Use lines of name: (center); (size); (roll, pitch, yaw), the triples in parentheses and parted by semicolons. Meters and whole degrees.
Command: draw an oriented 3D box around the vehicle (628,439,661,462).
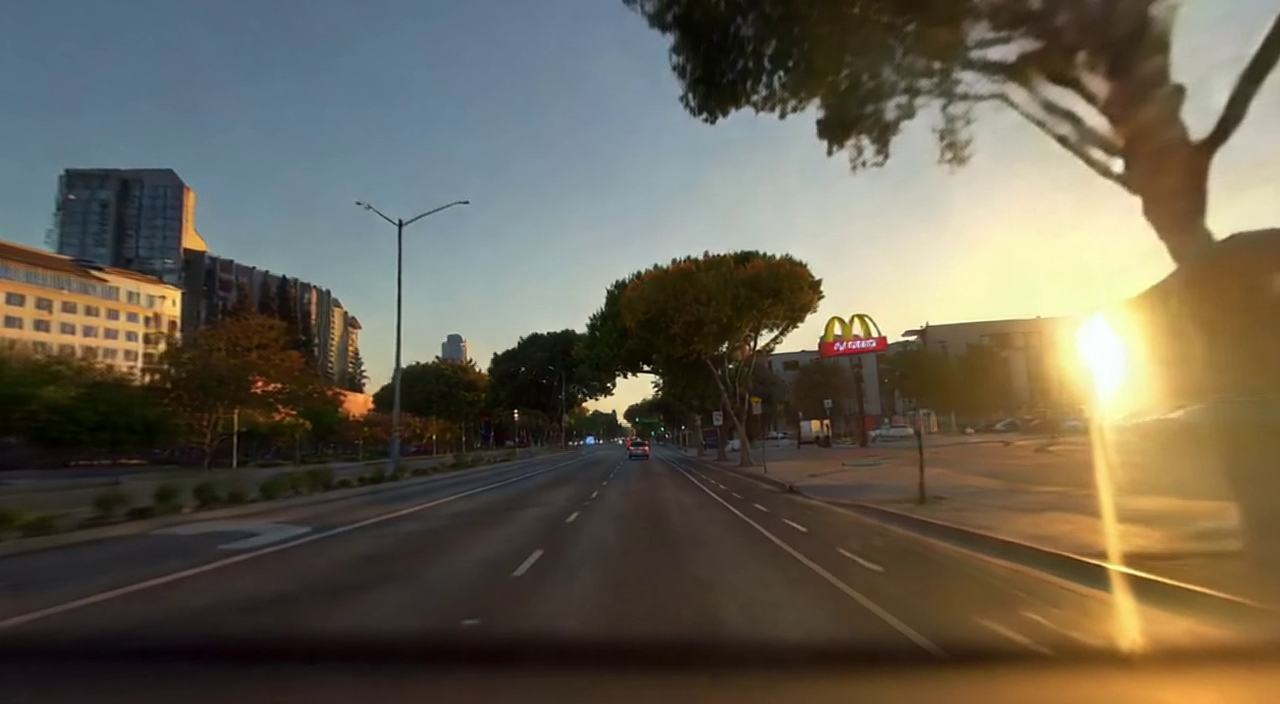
vehicle: (0.249, 6.604, 42.388); (2.115, 1.461, 3.976); (0, -8, -1)
